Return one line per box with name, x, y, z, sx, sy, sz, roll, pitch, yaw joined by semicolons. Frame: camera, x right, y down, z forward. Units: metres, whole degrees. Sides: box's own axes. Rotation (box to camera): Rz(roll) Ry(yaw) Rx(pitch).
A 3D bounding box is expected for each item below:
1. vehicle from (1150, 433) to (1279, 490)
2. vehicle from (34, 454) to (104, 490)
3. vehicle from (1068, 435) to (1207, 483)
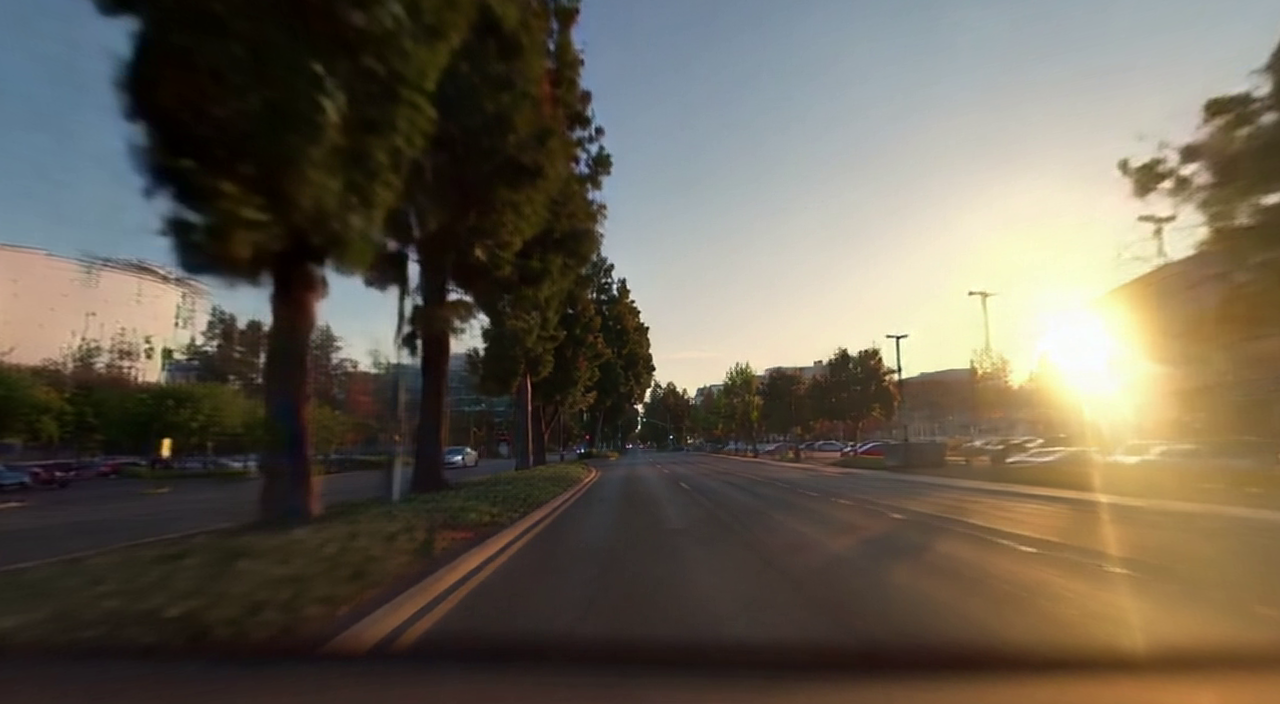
vehicle;18.362;3.394;19.889;4.197;1.612;1.784;4;-9;-25
vehicle;-29.870;6.234;33.177;1.862;1.654;4.229;5;-10;-32
vehicle;17.791;3.765;22.563;4.569;1.529;2.036;4;-9;-27
